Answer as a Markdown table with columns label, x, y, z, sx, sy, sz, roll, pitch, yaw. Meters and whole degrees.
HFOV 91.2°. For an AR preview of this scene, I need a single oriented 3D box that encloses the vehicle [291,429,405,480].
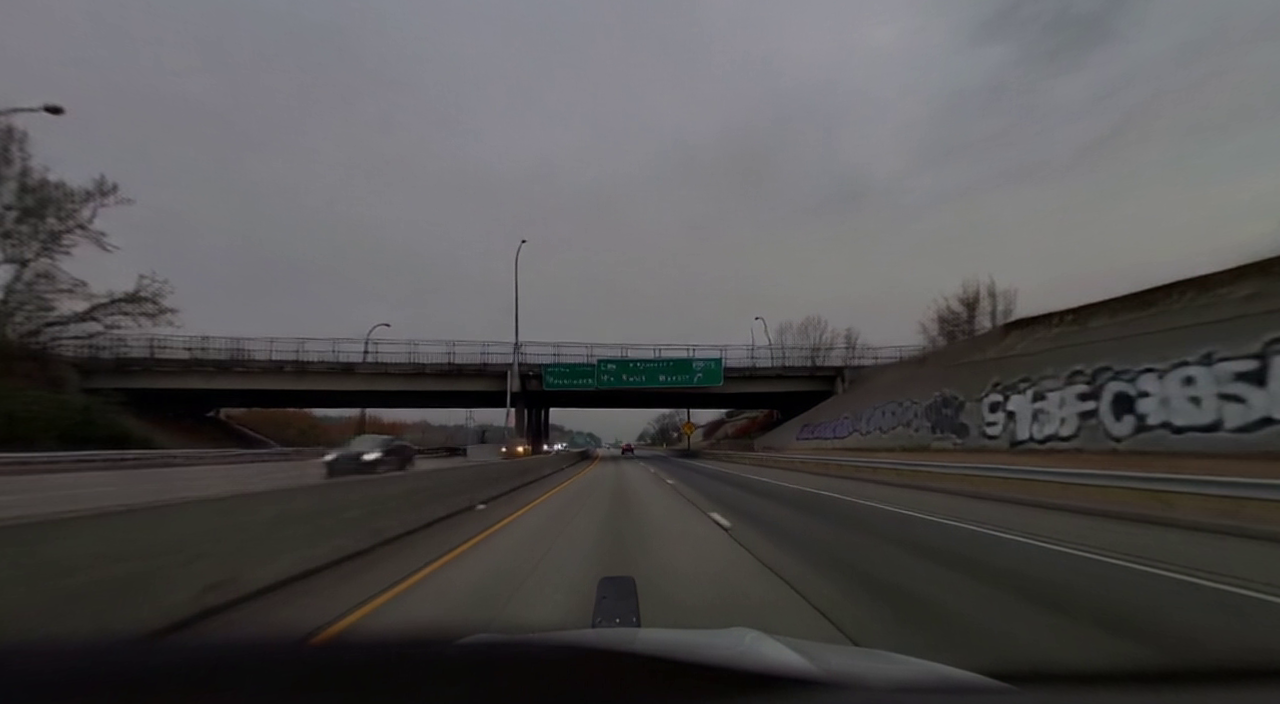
| label | x | y | z | sx | sy | sz | roll | pitch | yaw |
| --- | --- | --- | --- | --- | --- | --- | --- | --- | --- |
| vehicle | -9.697 | 3.453 | 21.223 | 1.877 | 1.519 | 4.222 | 0 | -9 | -1 |
